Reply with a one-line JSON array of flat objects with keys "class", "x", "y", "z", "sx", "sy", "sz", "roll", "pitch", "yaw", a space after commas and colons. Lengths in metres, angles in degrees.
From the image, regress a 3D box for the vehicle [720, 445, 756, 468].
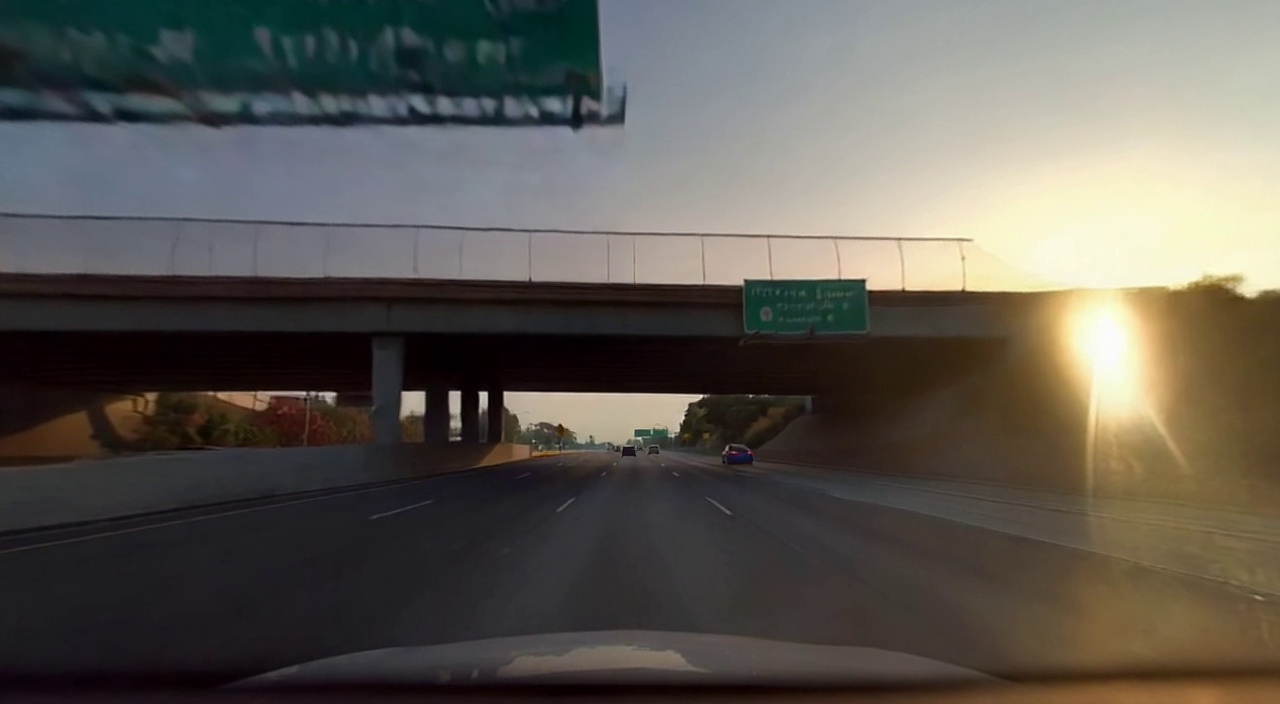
[{"class": "vehicle", "x": 7.190, "y": 7.672, "z": 46.686, "sx": 1.958, "sy": 1.498, "sz": 4.447, "roll": 0, "pitch": -7, "yaw": 0}]
